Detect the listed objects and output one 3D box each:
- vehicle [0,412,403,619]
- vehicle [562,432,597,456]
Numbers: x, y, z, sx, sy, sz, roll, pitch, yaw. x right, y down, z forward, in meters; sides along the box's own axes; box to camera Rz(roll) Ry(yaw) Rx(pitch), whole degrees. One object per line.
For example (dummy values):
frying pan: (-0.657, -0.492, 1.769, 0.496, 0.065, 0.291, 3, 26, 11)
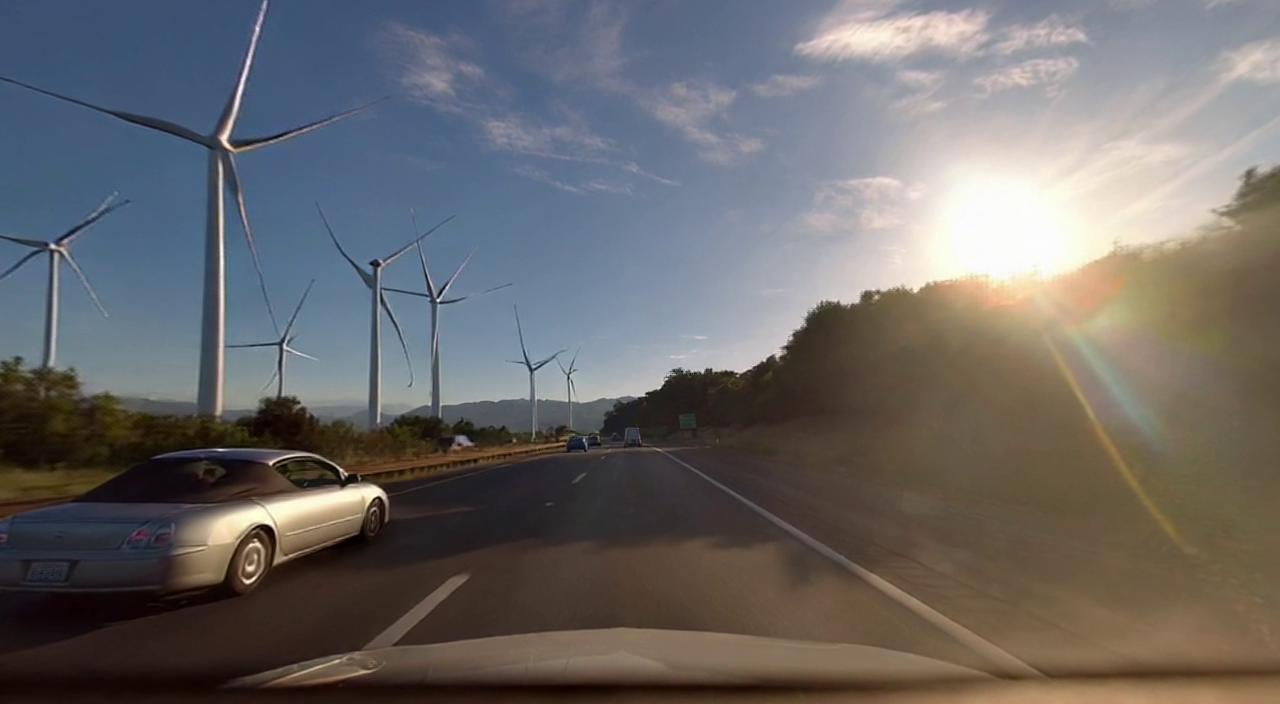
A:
vehicle: (-4.228, 1.414, 6.505, 1.969, 1.413, 4.194, 0, -8, -1)
vehicle: (-3.872, 5.933, 40.857, 2.024, 1.456, 3.754, 0, -8, -2)
